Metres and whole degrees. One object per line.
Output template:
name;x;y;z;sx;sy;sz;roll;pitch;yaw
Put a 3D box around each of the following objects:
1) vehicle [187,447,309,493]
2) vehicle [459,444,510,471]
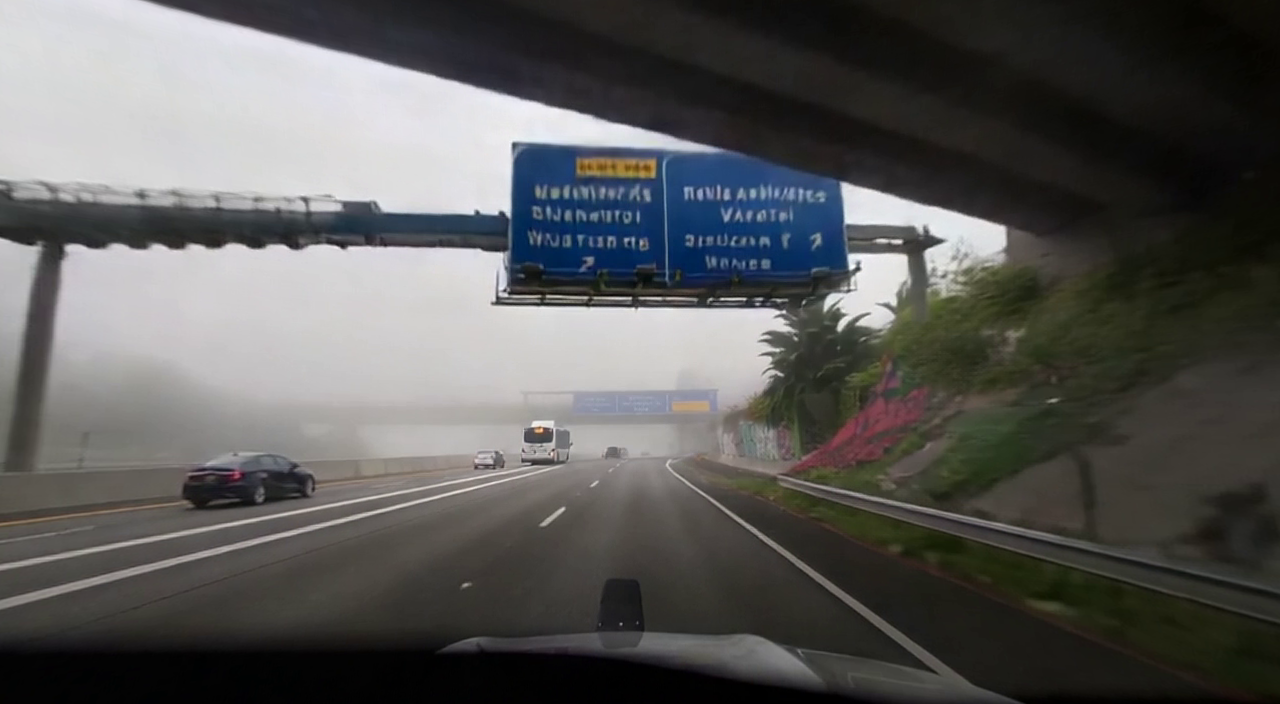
vehicle;-13.881;4.152;22.645;1.878;1.470;3.825;0;-8;0
vehicle;-9.671;6.597;39.656;1.979;1.600;4.516;0;-8;1
